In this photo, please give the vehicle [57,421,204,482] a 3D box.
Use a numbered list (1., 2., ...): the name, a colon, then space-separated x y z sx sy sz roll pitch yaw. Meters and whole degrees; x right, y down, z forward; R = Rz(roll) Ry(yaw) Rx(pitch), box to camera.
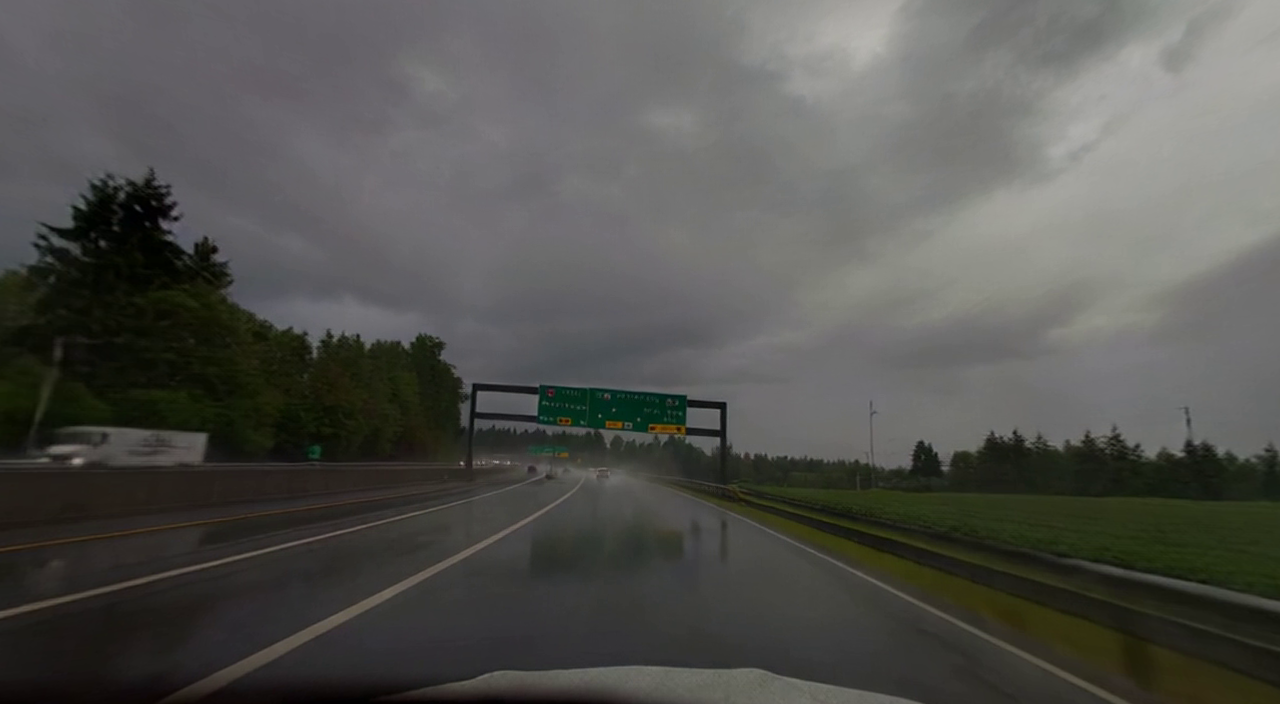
1. vehicle: -28.465 5.763 35.774 2.477 3.059 7.343 1 -11 -4
